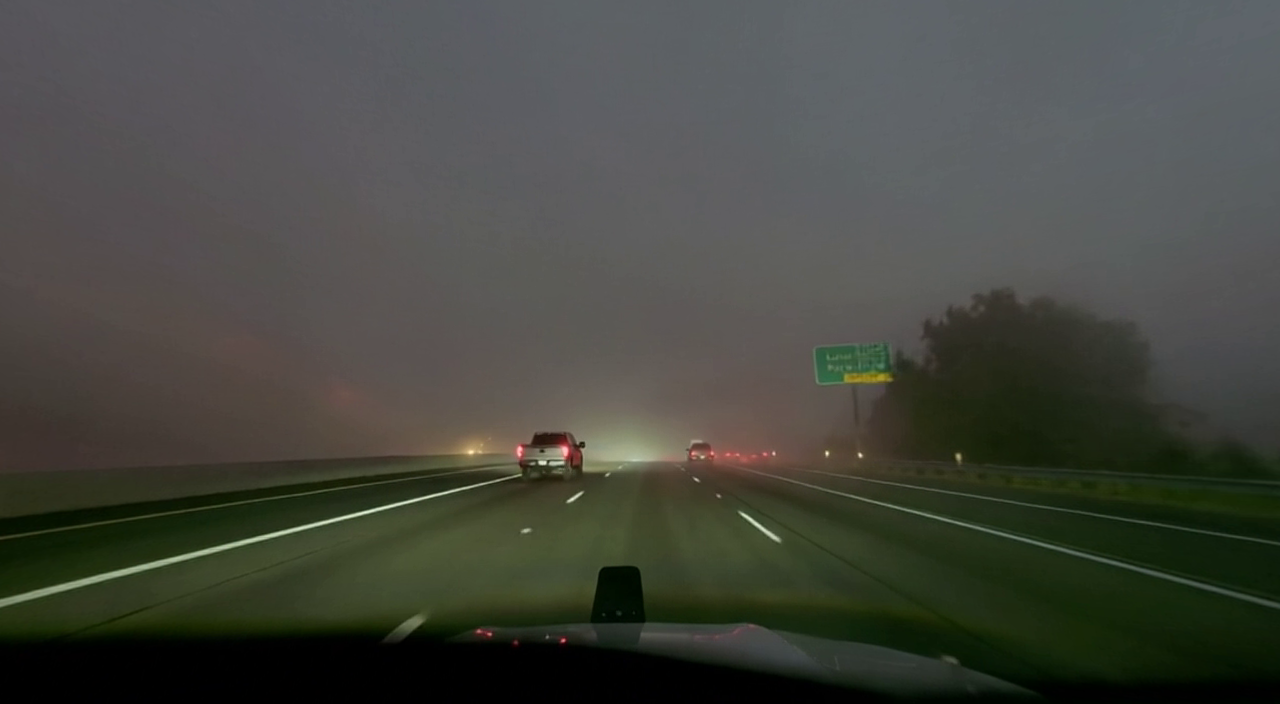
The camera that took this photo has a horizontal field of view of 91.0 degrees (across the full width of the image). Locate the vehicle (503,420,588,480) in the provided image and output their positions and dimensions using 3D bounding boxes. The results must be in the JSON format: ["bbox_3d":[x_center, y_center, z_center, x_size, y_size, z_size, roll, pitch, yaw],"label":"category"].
[{"bbox_3d":[-3.785,4.159,26.789,2.496,2.203,6.317,0,-9,1],"label":"vehicle"}]

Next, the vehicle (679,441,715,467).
[{"bbox_3d":[3.827,6.901,42.825,2.095,1.668,4.135,0,-9,1],"label":"vehicle"}]
